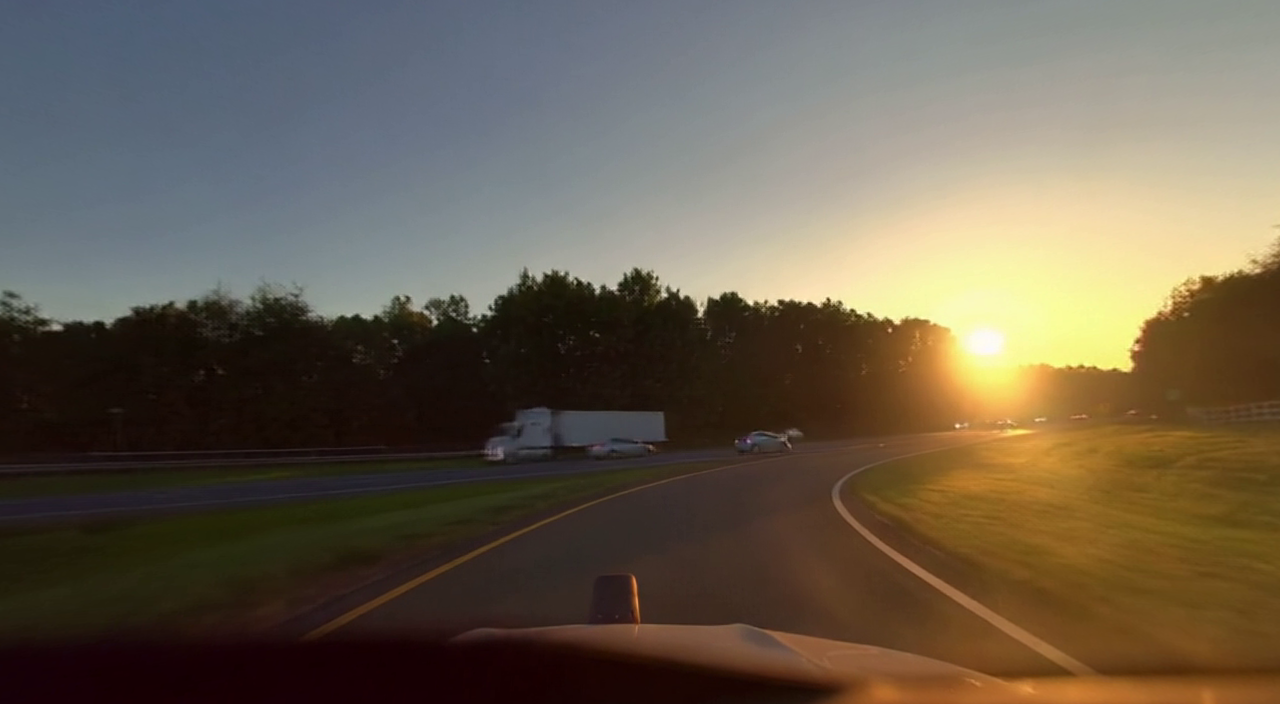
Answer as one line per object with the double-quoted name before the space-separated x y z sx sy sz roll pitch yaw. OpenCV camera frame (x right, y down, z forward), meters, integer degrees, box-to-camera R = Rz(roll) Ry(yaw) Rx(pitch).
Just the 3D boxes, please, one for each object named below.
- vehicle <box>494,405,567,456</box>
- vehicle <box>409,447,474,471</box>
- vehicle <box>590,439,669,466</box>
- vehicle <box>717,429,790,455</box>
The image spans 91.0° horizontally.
"vehicle" -8.521 6.184 49.225 2.985 3.697 4.762 -8 -11 43
"vehicle" -12.361 6.655 39.289 1.596 1.339 3.465 -8 -11 43
"vehicle" -0.558 6.086 38.329 4.819 1.496 1.923 8 -11 -44
"vehicle" 7.309 5.747 40.286 4.843 1.579 2.135 7 -11 -44
